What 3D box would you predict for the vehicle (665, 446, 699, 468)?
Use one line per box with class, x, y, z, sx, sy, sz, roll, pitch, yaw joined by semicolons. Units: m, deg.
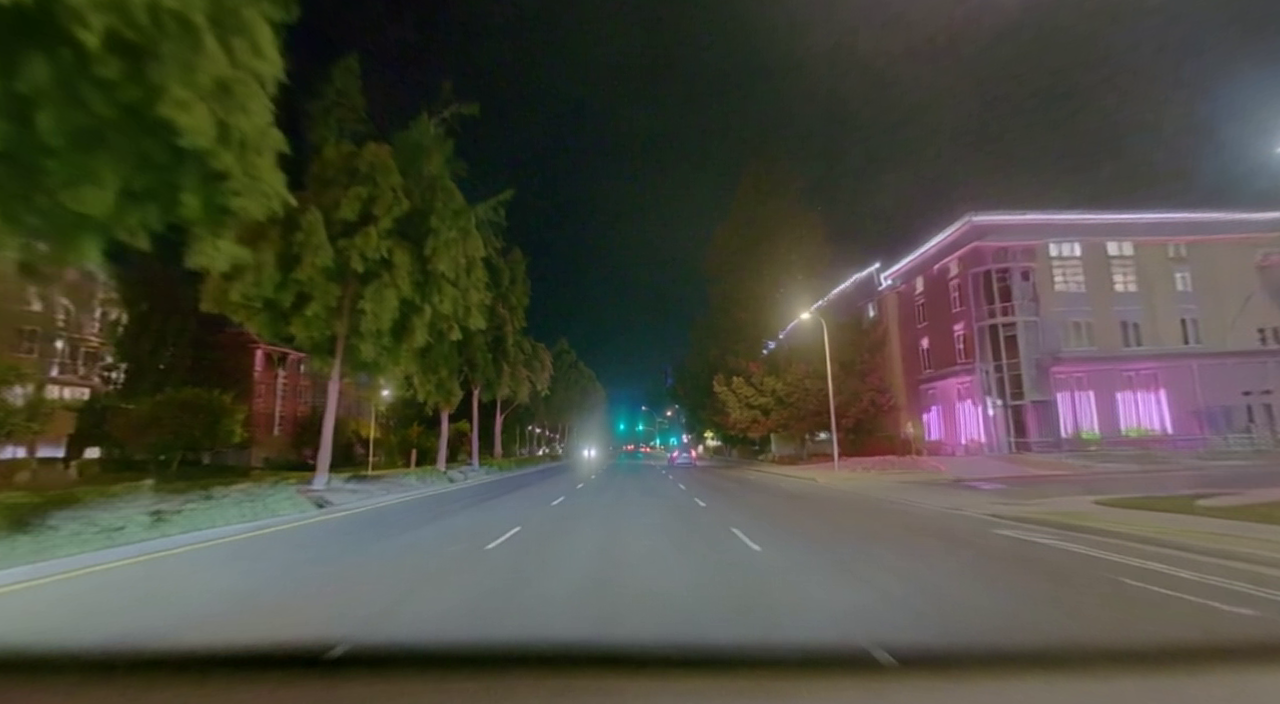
vehicle;3.060;7.714;46.522;2.033;1.482;4.571;1;-9;-2
